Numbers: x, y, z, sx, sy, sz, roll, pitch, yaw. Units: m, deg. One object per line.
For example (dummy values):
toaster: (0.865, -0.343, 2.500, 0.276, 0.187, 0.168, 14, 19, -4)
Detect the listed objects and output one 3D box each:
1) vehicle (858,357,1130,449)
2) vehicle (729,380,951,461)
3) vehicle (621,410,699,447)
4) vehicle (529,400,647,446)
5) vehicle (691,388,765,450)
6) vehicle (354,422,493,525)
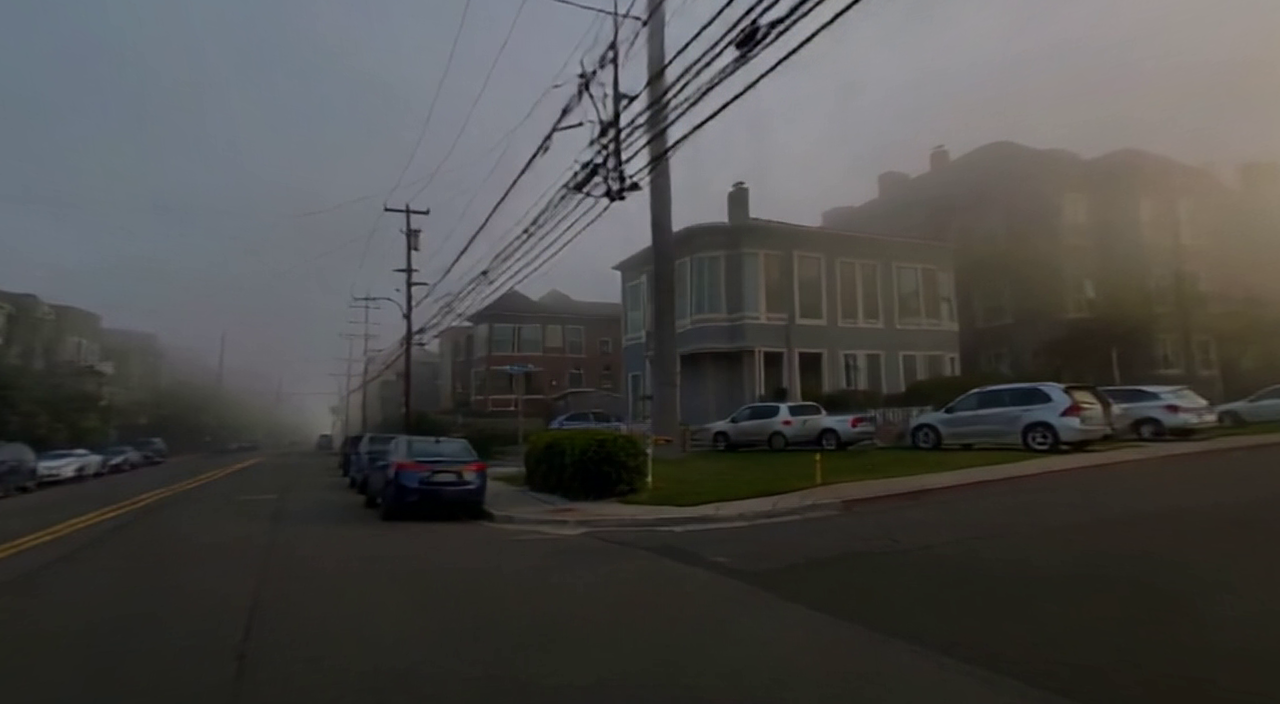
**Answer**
vehicle: (8.669, 1.439, 15.972, 5.514, 1.976, 2.153, -5, -9, 30)
vehicle: (4.700, 1.719, 15.107, 4.648, 1.659, 1.897, -6, -10, 32)
vehicle: (0.923, 3.650, 30.567, 1.754, 1.559, 3.567, 5, -6, -41)
vehicle: (-2.521, 3.347, 28.946, 5.778, 1.875, 2.152, -8, -11, 44)
vehicle: (2.754, 2.168, 19.719, 2.003, 1.695, 4.195, -2, -8, 9)
vehicle: (-4.269, 2.211, 12.057, 1.914, 1.591, 3.892, 4, -9, -27)
